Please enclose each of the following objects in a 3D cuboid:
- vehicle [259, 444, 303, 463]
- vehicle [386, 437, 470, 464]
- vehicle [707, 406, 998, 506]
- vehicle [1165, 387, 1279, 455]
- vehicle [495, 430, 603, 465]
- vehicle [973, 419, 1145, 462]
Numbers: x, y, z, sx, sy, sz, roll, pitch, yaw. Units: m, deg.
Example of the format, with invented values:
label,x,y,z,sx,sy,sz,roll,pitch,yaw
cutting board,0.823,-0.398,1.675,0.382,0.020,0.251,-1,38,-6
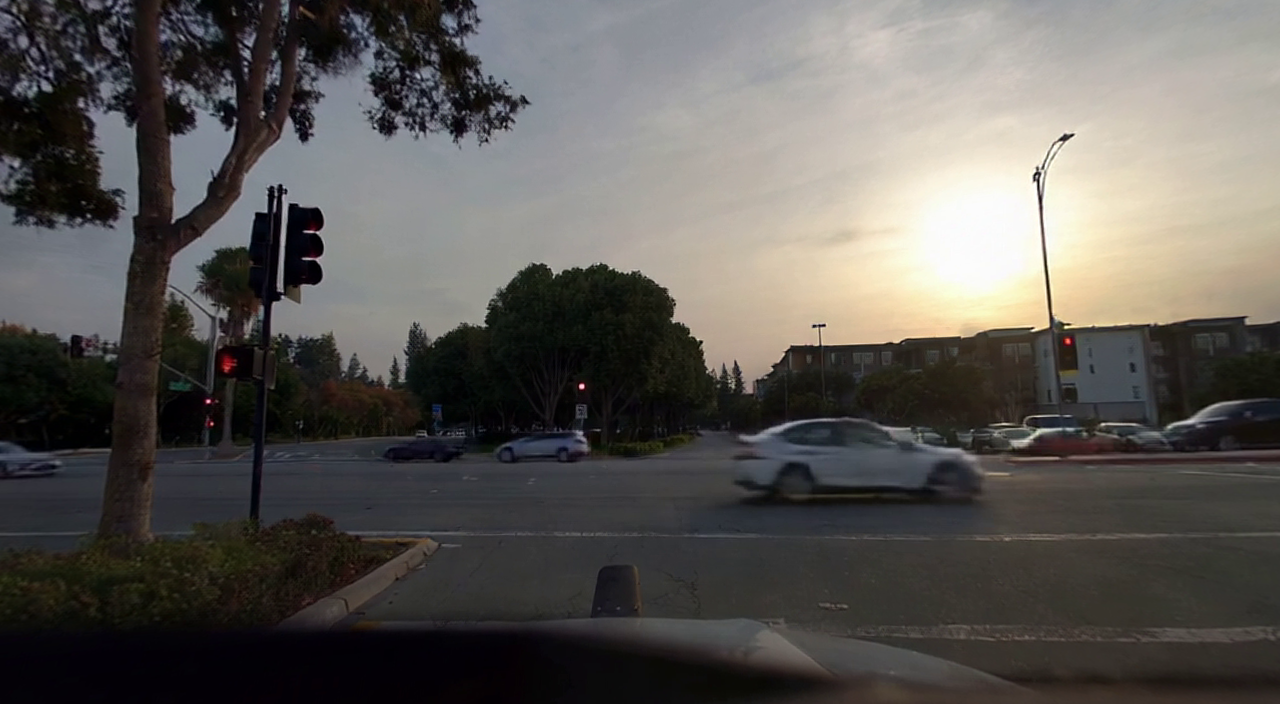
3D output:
label,x,y,z,sx,sy,sz,roll,pitch,yaw
vehicle,-28.062,7.913,49.561,2.235,1.417,4.272,3,-9,-20
vehicle,-12.907,6.009,38.578,4.488,1.536,1.849,-2,-9,10
vehicle,3.911,2.019,12.470,4.959,1.715,2.162,-2,-9,11
vehicle,31.206,3.418,31.005,7.790,3.197,2.653,-2,-9,11
vehicle,-4.315,4.569,30.363,4.677,1.593,2.029,-2,-9,11
vehicle,15.020,3.218,22.943,4.749,1.461,1.892,-1,-9,9
